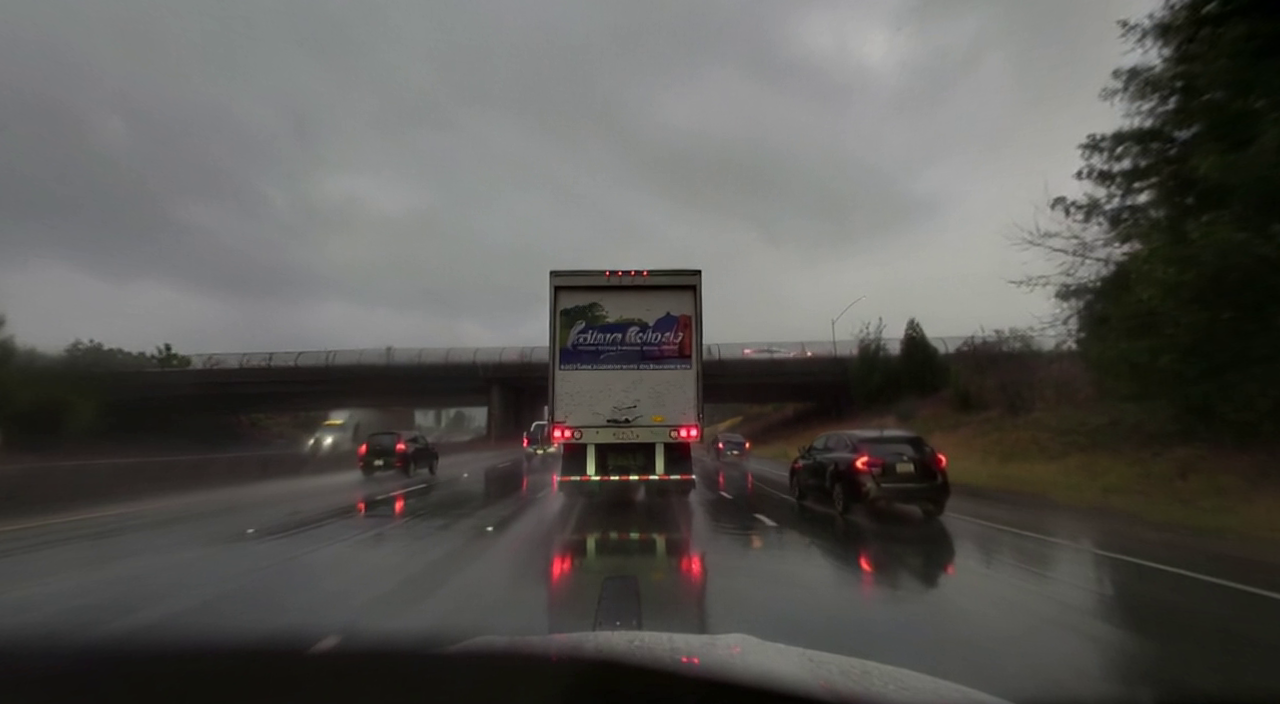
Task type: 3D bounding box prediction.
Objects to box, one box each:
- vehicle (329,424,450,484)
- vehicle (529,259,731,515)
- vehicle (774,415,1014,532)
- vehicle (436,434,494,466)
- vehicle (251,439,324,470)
[{"bbox_3d":[-7.856,3.239,20.302,2.057,1.698,4.550,0,-8,0],"label":"vehicle"},{"bbox_3d":[-0.259,1.127,14.213,2.911,3.787,9.905,0,-8,-1],"label":"vehicle"},{"bbox_3d":[3.867,1.915,10.657,2.003,1.519,4.580,0,-8,-2],"label":"vehicle"},{"bbox_3d":[-8.630,4.823,31.295,1.845,1.488,3.656,0,-8,-1],"label":"vehicle"},{"bbox_3d":[-20.013,5.818,35.927,1.824,1.606,4.098,0,-8,-1],"label":"vehicle"}]
